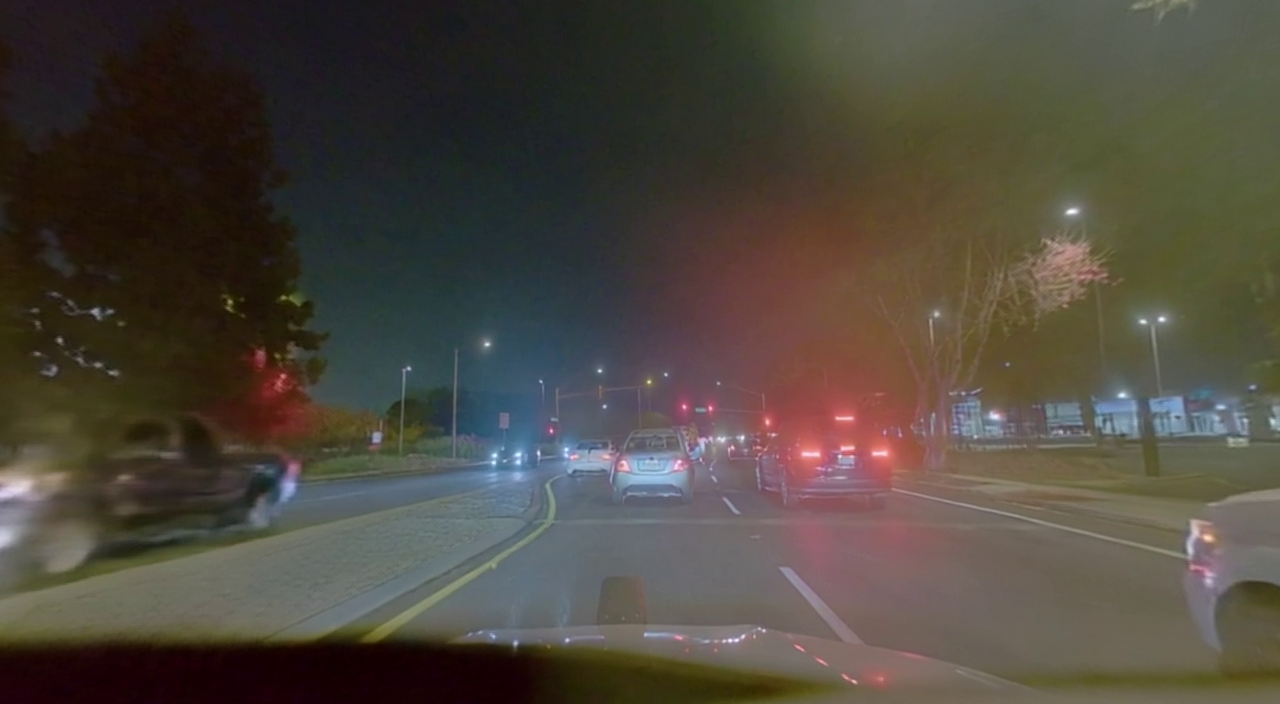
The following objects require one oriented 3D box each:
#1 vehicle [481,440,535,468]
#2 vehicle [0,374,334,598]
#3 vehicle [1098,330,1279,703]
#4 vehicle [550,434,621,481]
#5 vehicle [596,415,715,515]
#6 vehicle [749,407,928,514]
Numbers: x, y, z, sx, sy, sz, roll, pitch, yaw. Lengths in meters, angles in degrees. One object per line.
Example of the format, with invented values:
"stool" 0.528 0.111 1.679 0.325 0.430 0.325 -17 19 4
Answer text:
"vehicle" -7.455 5.801 36.068 1.868 1.496 4.219 -1 -9 5
"vehicle" -6.830 1.621 8.428 2.355 2.005 5.673 0 -9 3
"vehicle" 3.508 0.592 0.983 2.114 1.765 4.647 0 -9 1
"vehicle" -1.892 3.815 23.128 2.023 1.494 4.259 -2 -8 3
"vehicle" 0.394 2.309 13.293 2.113 1.768 3.901 0 -9 3
"vehicle" 3.988 2.352 14.075 2.317 1.857 5.940 0 -9 3
